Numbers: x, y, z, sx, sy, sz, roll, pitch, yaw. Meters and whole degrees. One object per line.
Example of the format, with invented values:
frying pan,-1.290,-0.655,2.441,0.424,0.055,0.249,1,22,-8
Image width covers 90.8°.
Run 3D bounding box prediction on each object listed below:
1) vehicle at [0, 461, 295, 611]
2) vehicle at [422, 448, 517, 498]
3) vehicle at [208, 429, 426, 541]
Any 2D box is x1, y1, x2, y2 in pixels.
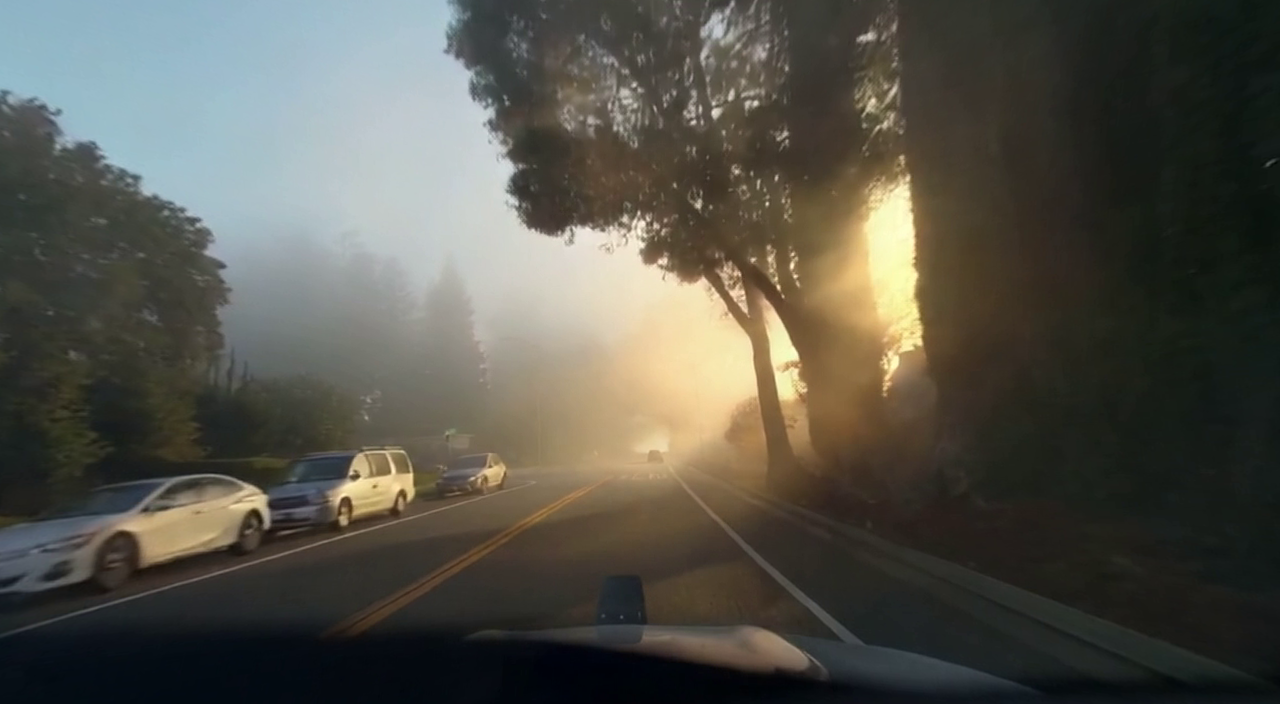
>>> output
vehicle,-7.067,2.340,8.925,1.960,1.486,4.217,0,-9,1
vehicle,-6.546,4.701,25.091,1.984,1.732,5.628,0,-9,2
vehicle,-6.823,2.895,14.275,2.012,1.902,5.437,-4,-10,1
